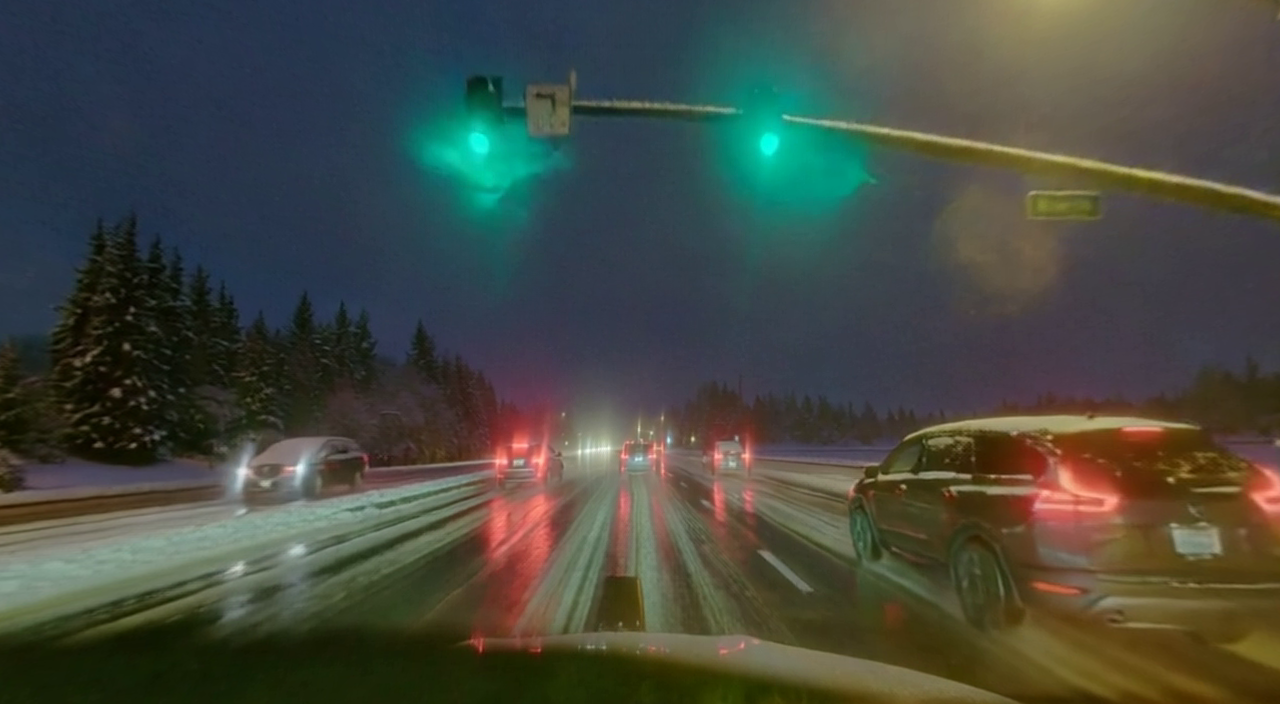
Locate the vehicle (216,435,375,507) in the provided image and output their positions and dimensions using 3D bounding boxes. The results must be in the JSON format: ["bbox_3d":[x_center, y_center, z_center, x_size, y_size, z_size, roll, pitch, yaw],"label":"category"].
[{"bbox_3d":[-9.491,3.281,17.909,2.045,1.730,4.375,0,-8,0],"label":"vehicle"}]

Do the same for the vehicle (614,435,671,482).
[{"bbox_3d":[0.063,4.303,25.794,2.150,1.725,4.096,0,-8,-1],"label":"vehicle"}]

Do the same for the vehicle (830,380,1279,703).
[{"bbox_3d":[3.457,1.307,5.585,2.069,1.644,4.714,0,-8,0],"label":"vehicle"}]

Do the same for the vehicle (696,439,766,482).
[{"bbox_3d":[3.481,4.251,24.989,2.068,1.541,4.041,0,-8,-1],"label":"vehicle"}]

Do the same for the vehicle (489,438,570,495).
[{"bbox_3d":[-3.381,3.566,20.094,1.823,1.602,4.061,0,-8,0],"label":"vehicle"}]
